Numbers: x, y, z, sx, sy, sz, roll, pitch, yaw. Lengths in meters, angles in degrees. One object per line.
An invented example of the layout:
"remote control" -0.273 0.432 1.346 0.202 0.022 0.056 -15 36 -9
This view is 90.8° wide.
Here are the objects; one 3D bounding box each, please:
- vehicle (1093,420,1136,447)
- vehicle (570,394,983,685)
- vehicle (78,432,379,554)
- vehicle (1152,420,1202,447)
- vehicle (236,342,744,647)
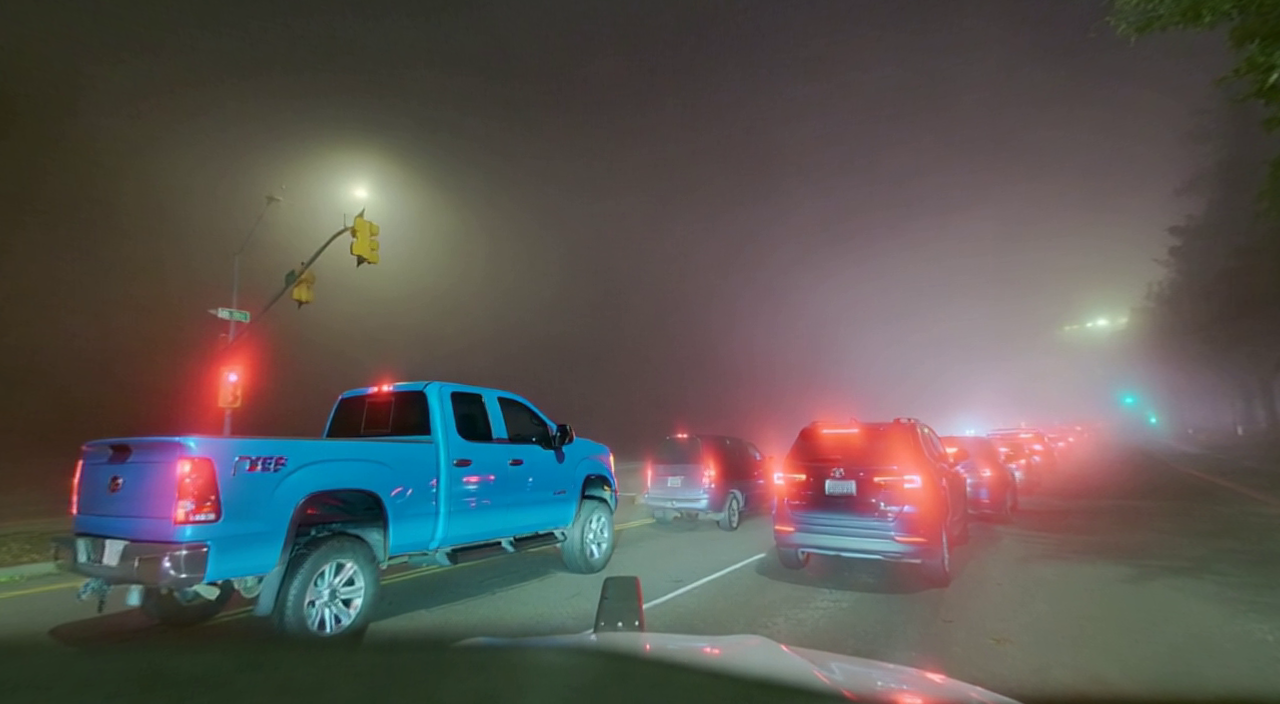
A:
"vehicle" 32.808 5.678 43.712 2.160 1.790 4.303 -6 -10 35
"vehicle" 1.717 1.378 5.991 2.027 1.549 4.801 -6 -10 35
"vehicle" -8.382 2.800 13.422 2.174 2.057 4.738 -6 -10 33
"vehicle" 35.774 5.477 42.182 2.183 1.714 4.491 -6 -11 37
"vehicle" -0.870 1.401 7.471 2.272 2.016 6.146 -5 -10 27
